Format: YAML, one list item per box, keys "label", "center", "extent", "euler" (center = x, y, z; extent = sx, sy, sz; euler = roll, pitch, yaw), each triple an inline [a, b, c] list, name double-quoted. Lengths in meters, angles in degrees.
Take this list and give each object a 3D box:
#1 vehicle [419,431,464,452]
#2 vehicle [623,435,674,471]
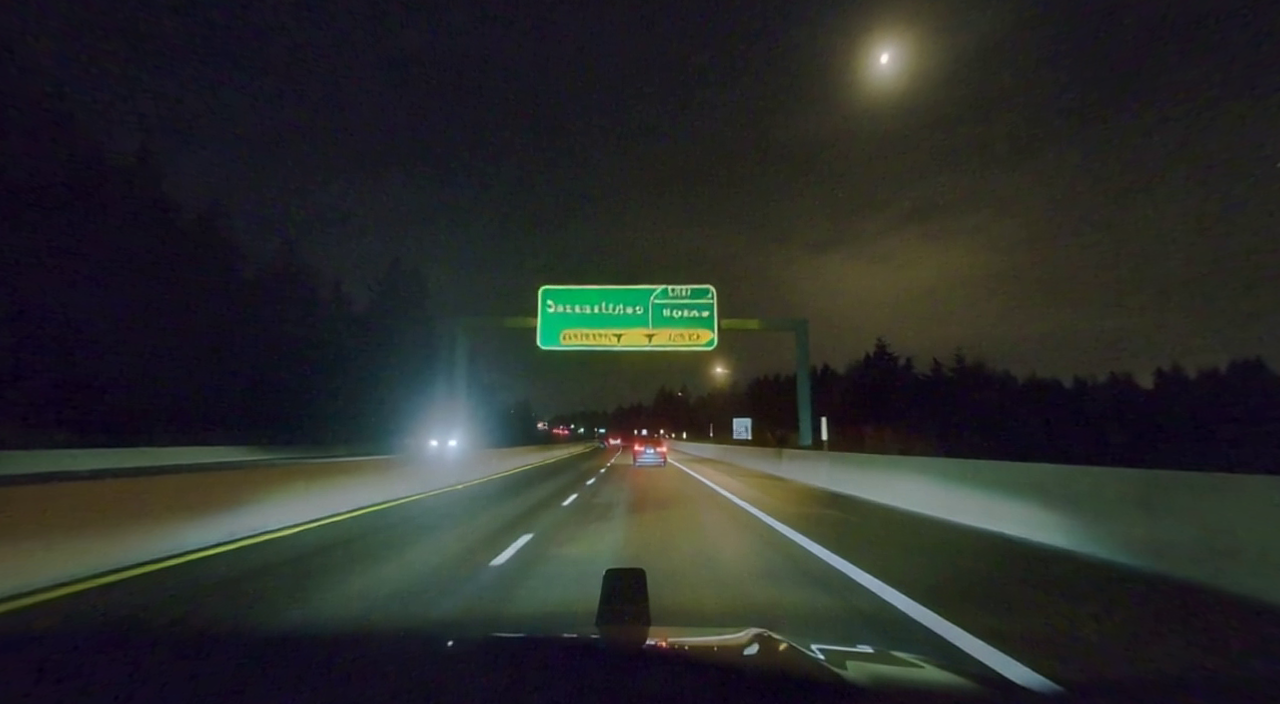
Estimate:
- label: "vehicle"
  center: [-15.031, 6.796, 47.831]
  extent: [1.880, 1.535, 4.651]
  euler: [1, -8, 0]
- label: "vehicle"
  center: [0.369, 4.535, 28.466]
  extent: [2.130, 1.512, 4.057]
  euler: [0, -8, 0]
